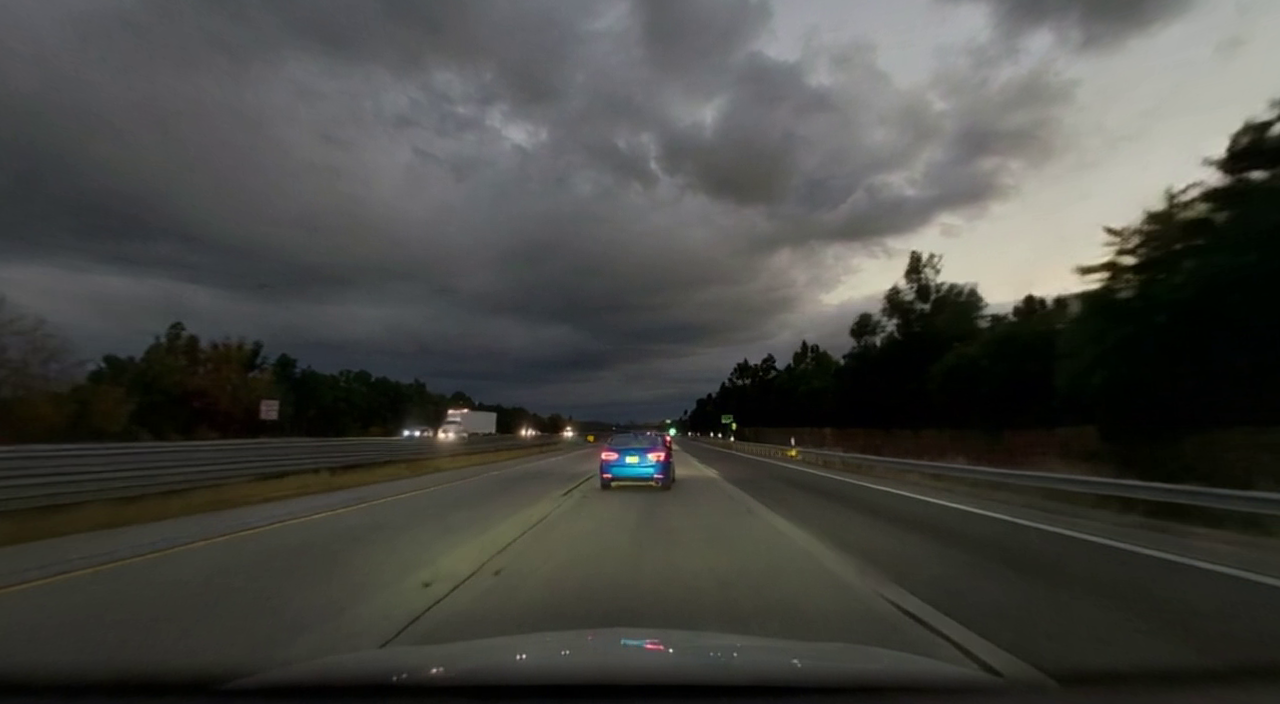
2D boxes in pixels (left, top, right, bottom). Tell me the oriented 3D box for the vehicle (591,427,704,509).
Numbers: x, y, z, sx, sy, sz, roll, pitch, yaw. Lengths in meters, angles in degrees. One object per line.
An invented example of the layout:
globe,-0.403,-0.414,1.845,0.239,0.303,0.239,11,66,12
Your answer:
vehicle,0.198,2.327,13.245,1.977,1.443,4.225,0,-8,2

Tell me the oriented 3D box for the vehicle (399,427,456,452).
vehicle,-13.392,5.576,40.057,1.942,1.478,4.622,0,-8,1
